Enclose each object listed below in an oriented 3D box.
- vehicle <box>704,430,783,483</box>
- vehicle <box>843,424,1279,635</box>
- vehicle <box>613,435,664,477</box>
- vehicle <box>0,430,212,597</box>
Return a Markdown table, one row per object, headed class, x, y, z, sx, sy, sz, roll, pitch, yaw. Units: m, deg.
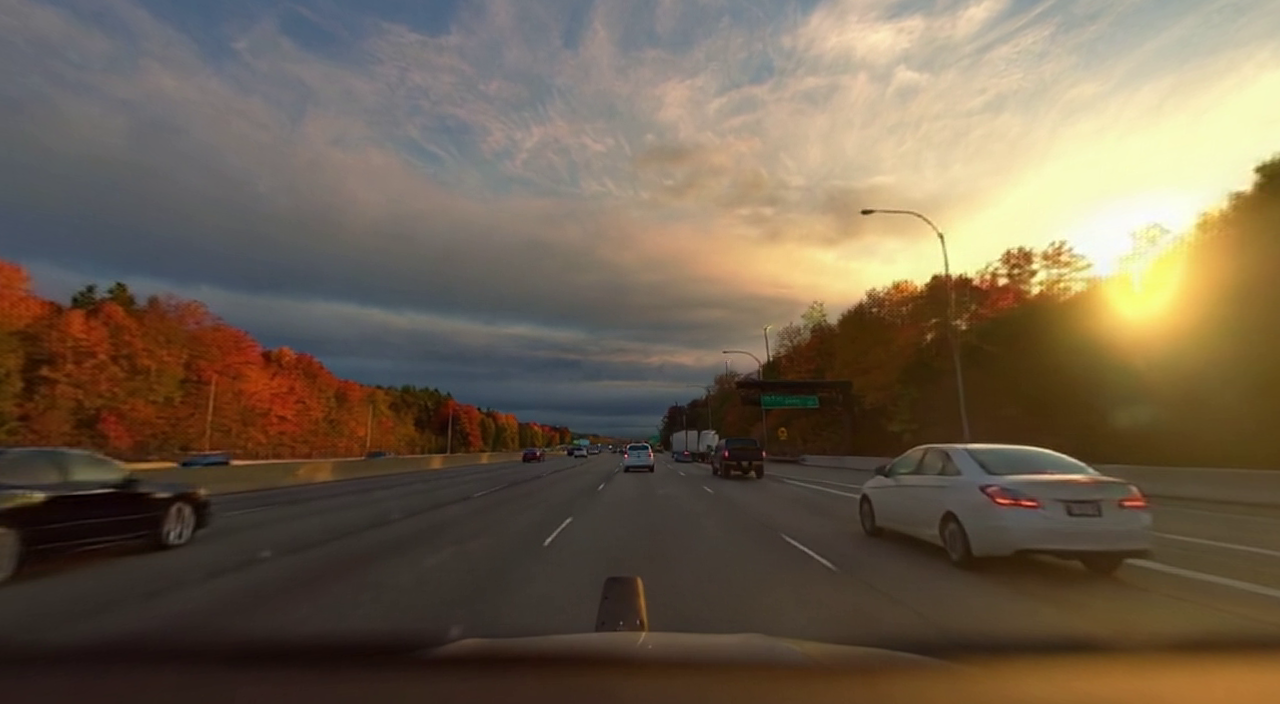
| class | x | y | z | sx | sy | sz | roll | pitch | yaw |
| --- | --- | --- | --- | --- | --- | --- | --- | --- | --- |
| vehicle | 4.280 | 4.483 | 27.182 | 2.388 | 1.998 | 5.749 | 0 | -9 | 0 |
| vehicle | 4.087 | 1.660 | 6.993 | 2.057 | 1.508 | 4.767 | 0 | -9 | 0 |
| vehicle | -0.060 | 5.269 | 32.064 | 2.372 | 1.957 | 5.121 | 0 | -9 | 1 |
| vehicle | -6.946 | 1.573 | 6.320 | 2.014 | 1.526 | 4.577 | 0 | -9 | 1 |
